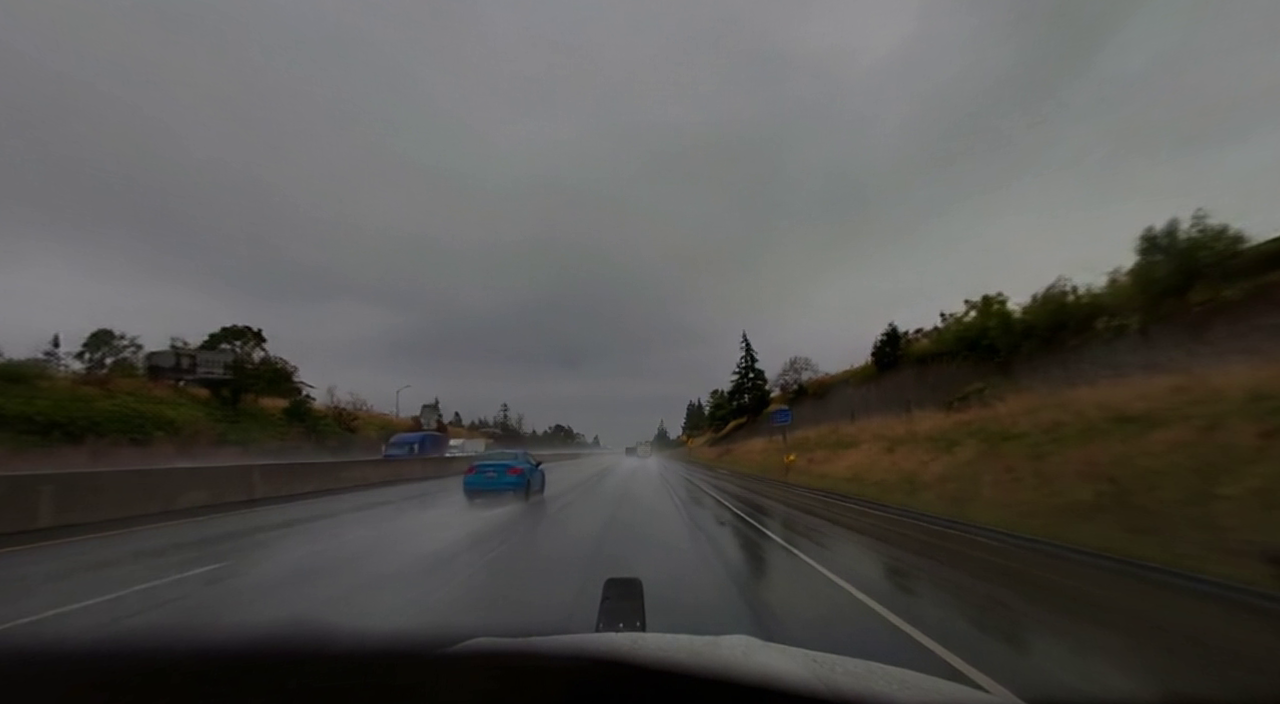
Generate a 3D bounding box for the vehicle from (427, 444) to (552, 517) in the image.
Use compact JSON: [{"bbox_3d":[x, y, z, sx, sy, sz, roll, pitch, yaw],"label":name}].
[{"bbox_3d":[-3.404,2.979,15.140,1.978,1.498,4.080,0,-9,0],"label":"vehicle"}]
